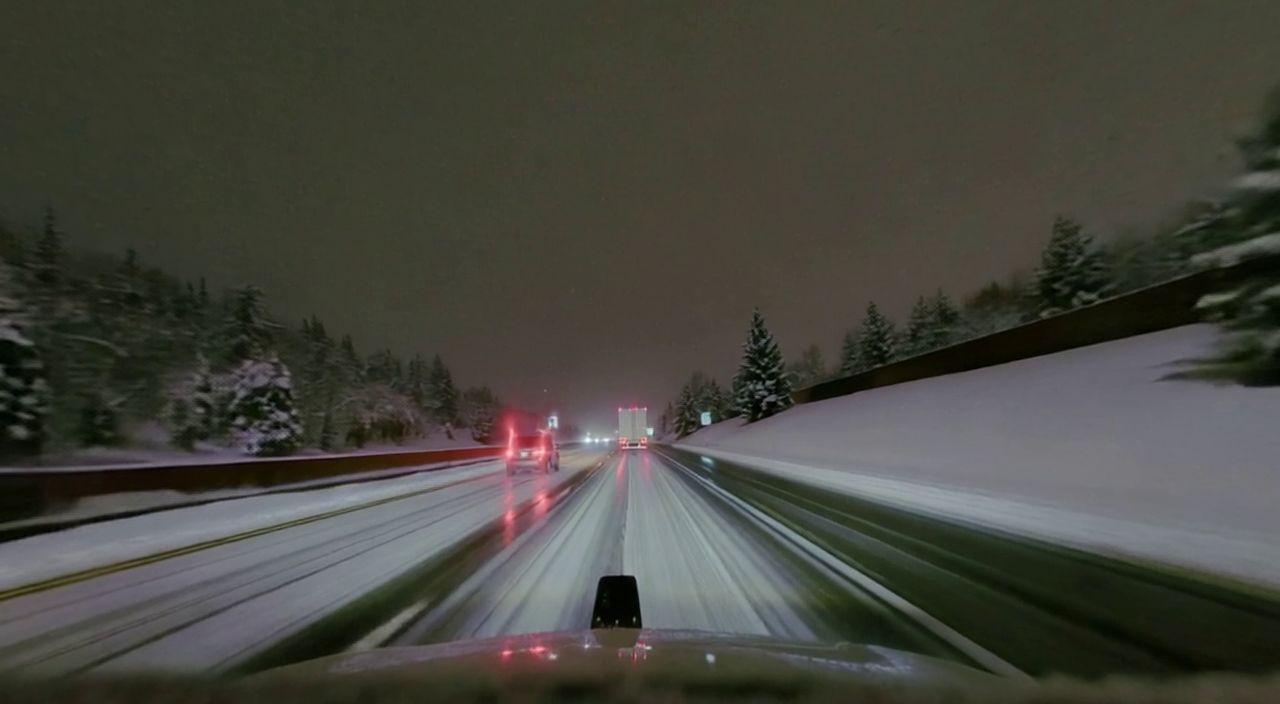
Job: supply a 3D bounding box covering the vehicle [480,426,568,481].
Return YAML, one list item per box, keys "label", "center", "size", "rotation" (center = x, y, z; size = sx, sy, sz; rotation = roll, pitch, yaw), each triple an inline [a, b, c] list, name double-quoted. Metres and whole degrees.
- label: "vehicle"
  center: [-3.793, 3.413, 21.552]
  size: [2.123, 1.655, 4.688]
  rotation: [0, -8, 0]
